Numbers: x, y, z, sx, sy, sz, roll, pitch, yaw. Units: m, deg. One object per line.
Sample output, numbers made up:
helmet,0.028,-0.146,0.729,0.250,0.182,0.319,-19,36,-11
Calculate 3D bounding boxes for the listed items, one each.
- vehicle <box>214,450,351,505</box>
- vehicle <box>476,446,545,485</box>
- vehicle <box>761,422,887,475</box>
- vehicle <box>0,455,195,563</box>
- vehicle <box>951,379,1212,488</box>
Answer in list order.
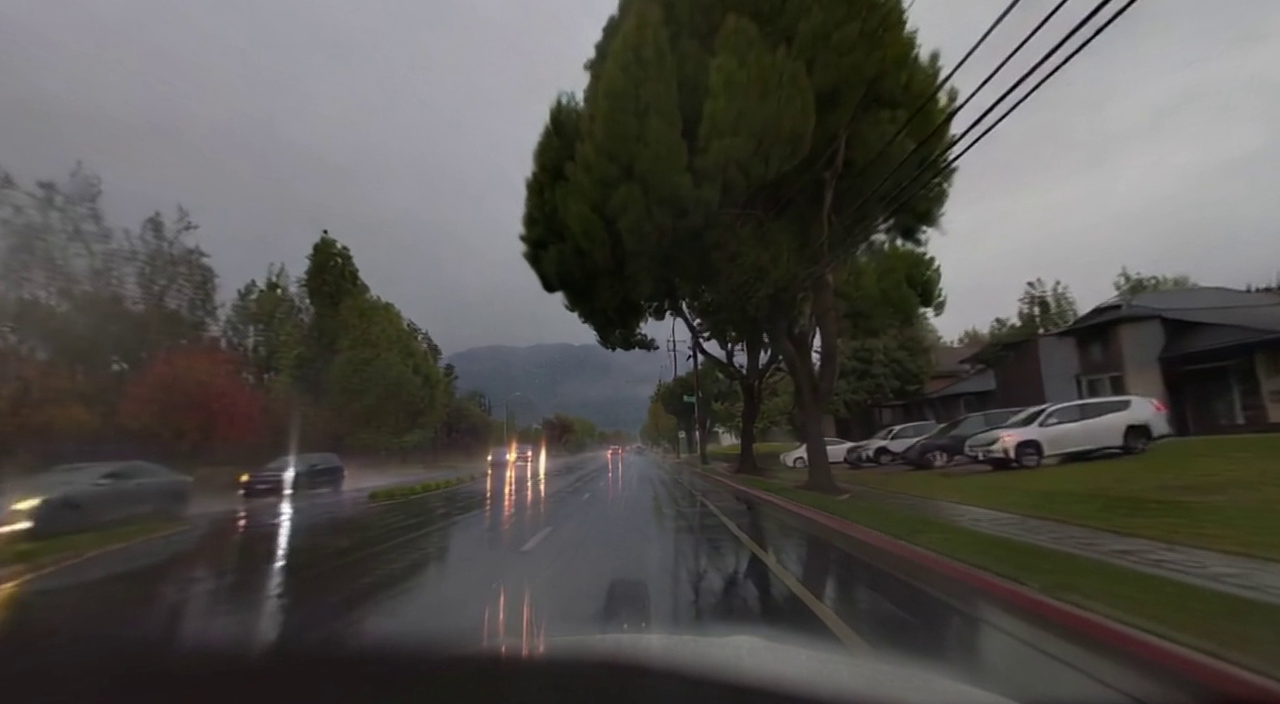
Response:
vehicle,-12.605,4.403,22.668,2.077,1.713,4.715,-1,-9,1
vehicle,-5.369,4.748,26.767,2.084,1.466,4.522,0,-9,-2
vehicle,8.241,4.403,28.595,4.840,1.583,2.324,-9,-10,-3
vehicle,-10.388,2.602,11.095,2.048,1.481,4.543,0,-9,-4
vehicle,10.732,2.047,15.652,4.610,1.853,2.265,-8,-10,-3
